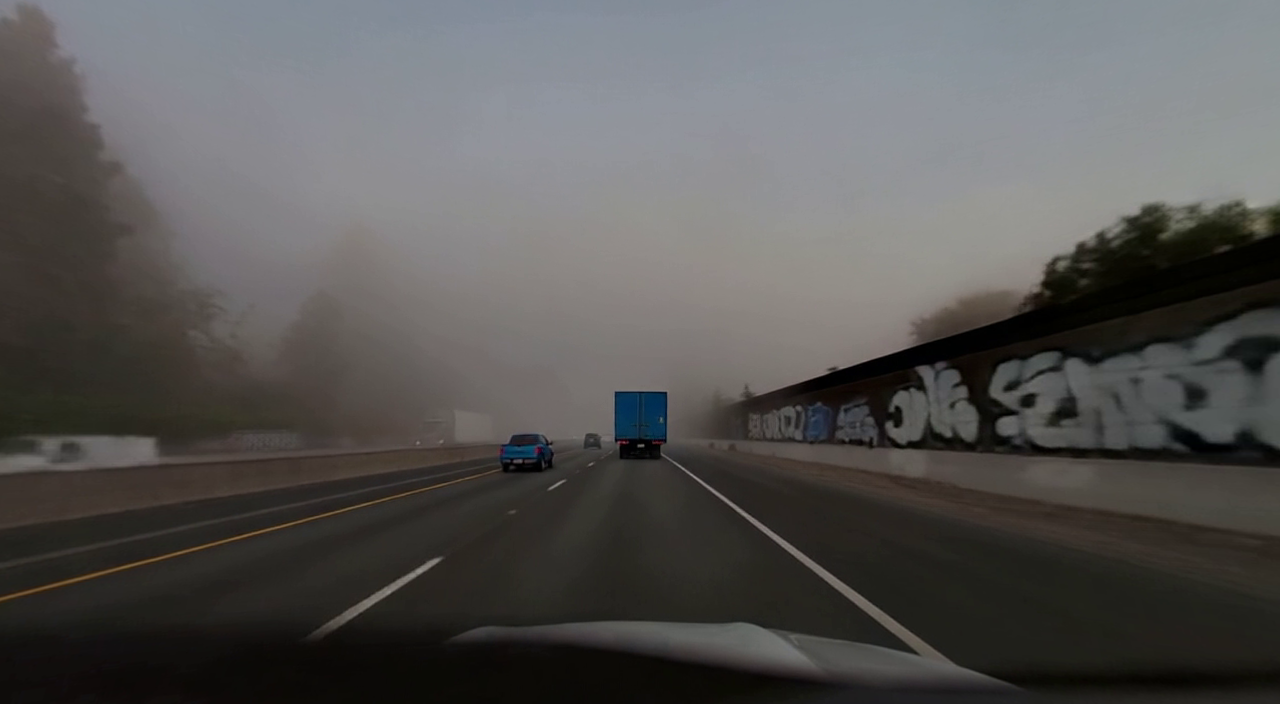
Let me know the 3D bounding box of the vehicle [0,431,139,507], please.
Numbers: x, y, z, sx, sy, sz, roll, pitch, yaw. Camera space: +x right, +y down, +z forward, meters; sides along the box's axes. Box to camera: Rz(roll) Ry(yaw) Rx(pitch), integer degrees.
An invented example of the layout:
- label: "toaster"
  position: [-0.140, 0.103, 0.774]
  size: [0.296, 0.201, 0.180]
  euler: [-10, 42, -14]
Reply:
- label: "vehicle"
  position: [-13.682, 2.490, 13.735]
  size: [1.853, 1.497, 4.542]
  euler: [0, -7, -1]

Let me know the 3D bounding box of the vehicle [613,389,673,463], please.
- label: "vehicle"
  position: [0.079, 4.270, 35.949]
  size: [2.927, 3.649, 9.443]
  euler: [0, -8, -1]

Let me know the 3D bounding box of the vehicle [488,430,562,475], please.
- label: "vehicle"
  position: [-4.278, 3.792, 24.168]
  size: [1.948, 1.526, 4.525]
  euler: [0, -8, 0]
